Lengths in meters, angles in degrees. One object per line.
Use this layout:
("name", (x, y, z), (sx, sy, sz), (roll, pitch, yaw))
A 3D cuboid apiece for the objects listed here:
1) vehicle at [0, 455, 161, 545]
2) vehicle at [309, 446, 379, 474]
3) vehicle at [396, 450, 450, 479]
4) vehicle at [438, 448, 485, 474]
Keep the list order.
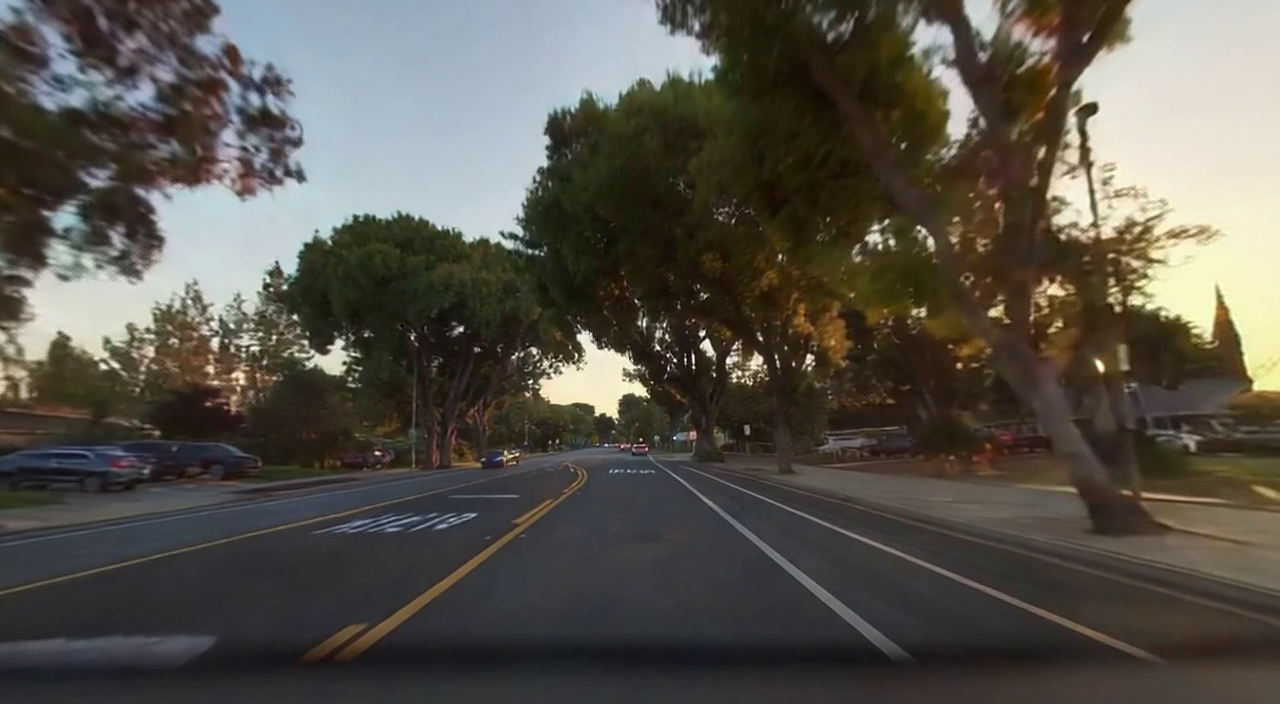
("vehicle", (-12.891, 3.131, 13.761), (1.791, 1.552, 3.919), (-3, -8, 0))
("vehicle", (-21.442, 7.823, 45.677), (4.145, 1.420, 1.899), (-6, -7, 0))
("vehicle", (-12.912, 6.685, 37.664), (1.777, 1.555, 4.000), (0, -8, 0))
("vehicle", (-12.665, 7.790, 45.054), (1.950, 1.593, 4.784), (-1, -7, 0))
